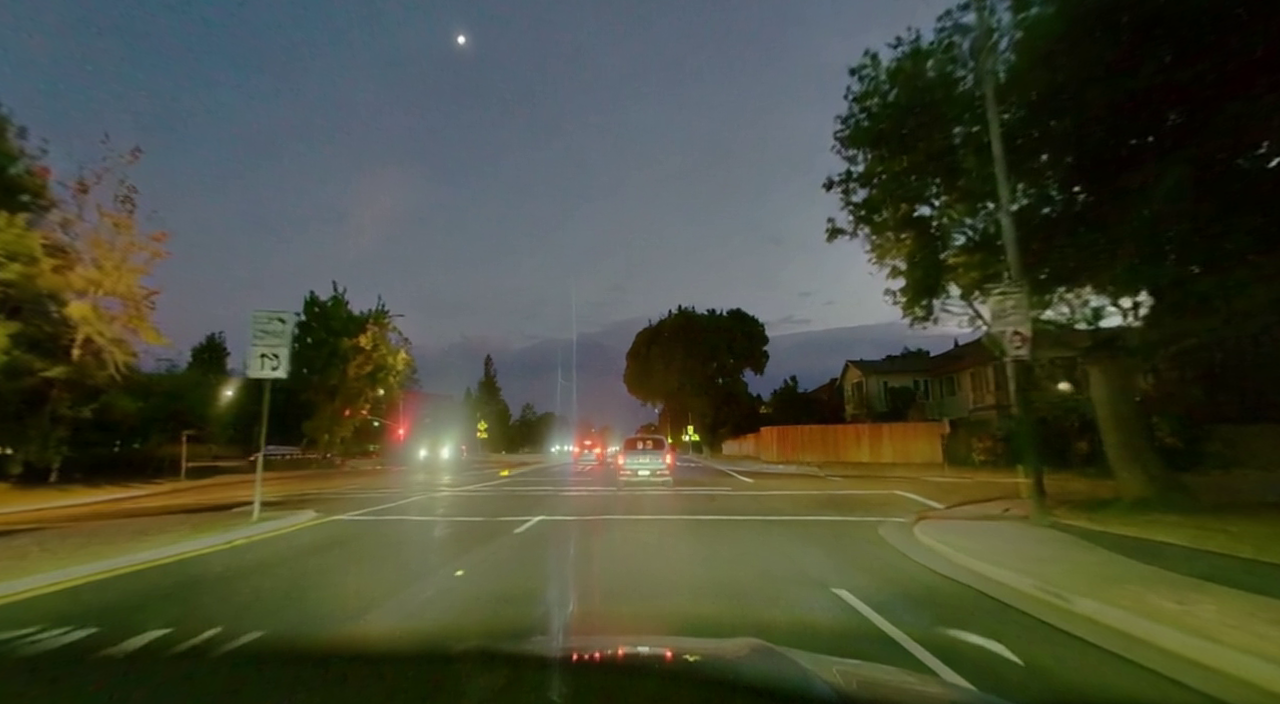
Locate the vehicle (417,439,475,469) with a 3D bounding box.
[{"bbox_3d":[-11.435,6.038,37.334,2.103,1.679,4.199,0,-8,0],"label":"vehicle"}]

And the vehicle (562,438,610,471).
[{"bbox_3d":[-3.001,5.777,35.802,2.067,1.546,4.988,2,-7,2],"label":"vehicle"}]

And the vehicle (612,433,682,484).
[{"bbox_3d":[0.273,3.809,22.777,2.290,1.653,4.127,0,-8,1],"label":"vehicle"}]
